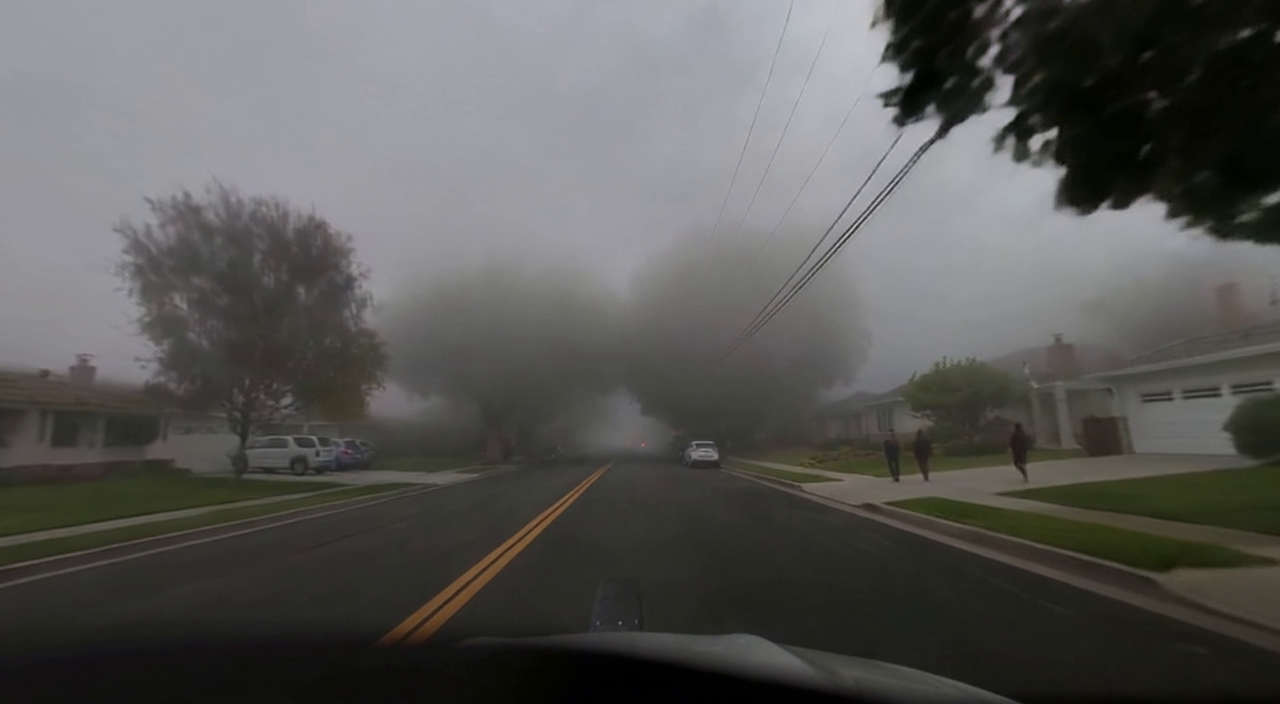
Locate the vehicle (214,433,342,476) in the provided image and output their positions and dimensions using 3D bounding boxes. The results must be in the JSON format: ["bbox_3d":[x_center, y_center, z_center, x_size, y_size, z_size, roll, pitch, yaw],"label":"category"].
[{"bbox_3d":[-15.492,4.397,27.115,4.320,1.767,1.951,-1,-8,1],"label":"vehicle"}]

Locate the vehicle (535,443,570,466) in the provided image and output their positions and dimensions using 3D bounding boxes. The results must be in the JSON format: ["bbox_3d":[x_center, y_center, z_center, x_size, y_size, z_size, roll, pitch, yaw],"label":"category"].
[{"bbox_3d":[-6.595,7.725,47.827,1.985,1.497,4.655,-3,-8,0],"label":"vehicle"}]

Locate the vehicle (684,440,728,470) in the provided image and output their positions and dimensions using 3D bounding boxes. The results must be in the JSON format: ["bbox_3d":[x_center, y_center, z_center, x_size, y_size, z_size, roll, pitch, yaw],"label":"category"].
[{"bbox_3d":[3.648,5.802,35.651,1.917,1.569,4.460,0,-8,-1],"label":"vehicle"}]
